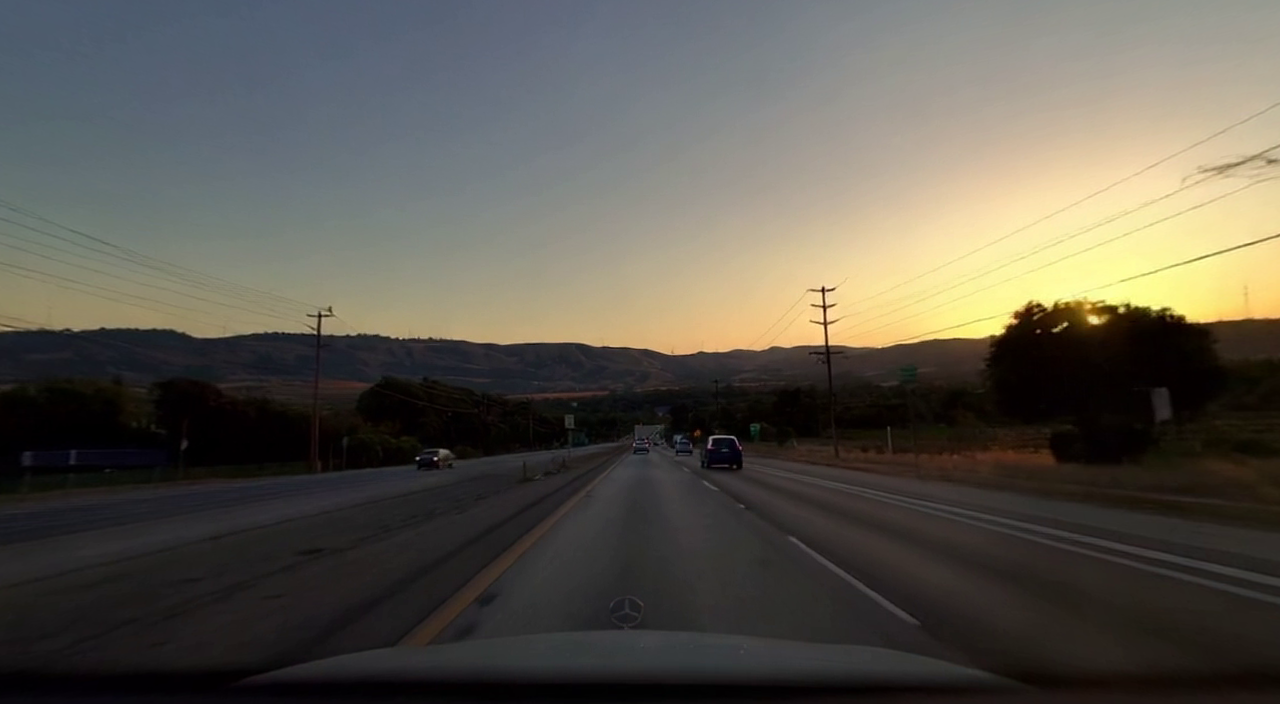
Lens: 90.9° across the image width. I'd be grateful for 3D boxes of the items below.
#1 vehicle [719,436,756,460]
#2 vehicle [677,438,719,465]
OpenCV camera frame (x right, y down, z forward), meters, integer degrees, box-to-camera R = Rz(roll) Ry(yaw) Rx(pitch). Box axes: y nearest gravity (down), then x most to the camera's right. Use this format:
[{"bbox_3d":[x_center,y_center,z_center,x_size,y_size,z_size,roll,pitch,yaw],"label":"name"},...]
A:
[{"bbox_3d":[7.602,7.518,49.545,2.084,1.830,4.684,0,-8,0],"label":"vehicle"},{"bbox_3d":[3.487,6.108,38.979,2.148,1.538,4.430,0,-8,0],"label":"vehicle"}]
